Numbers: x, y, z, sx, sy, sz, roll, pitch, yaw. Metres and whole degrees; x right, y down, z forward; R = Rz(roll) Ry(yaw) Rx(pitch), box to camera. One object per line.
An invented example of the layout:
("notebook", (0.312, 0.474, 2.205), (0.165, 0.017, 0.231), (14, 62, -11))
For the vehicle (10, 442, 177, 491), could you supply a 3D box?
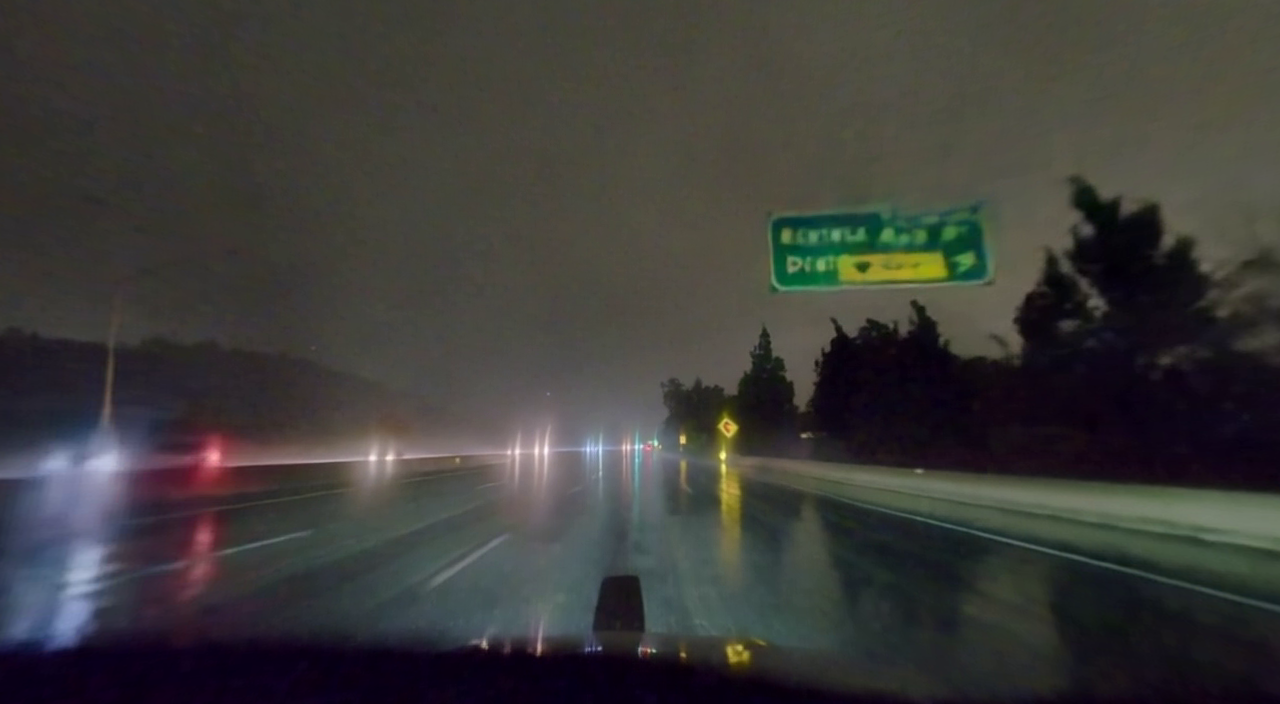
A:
("vehicle", (-21.121, 4.414, 24.750), (2.197, 1.703, 4.795), (0, -9, 0))
